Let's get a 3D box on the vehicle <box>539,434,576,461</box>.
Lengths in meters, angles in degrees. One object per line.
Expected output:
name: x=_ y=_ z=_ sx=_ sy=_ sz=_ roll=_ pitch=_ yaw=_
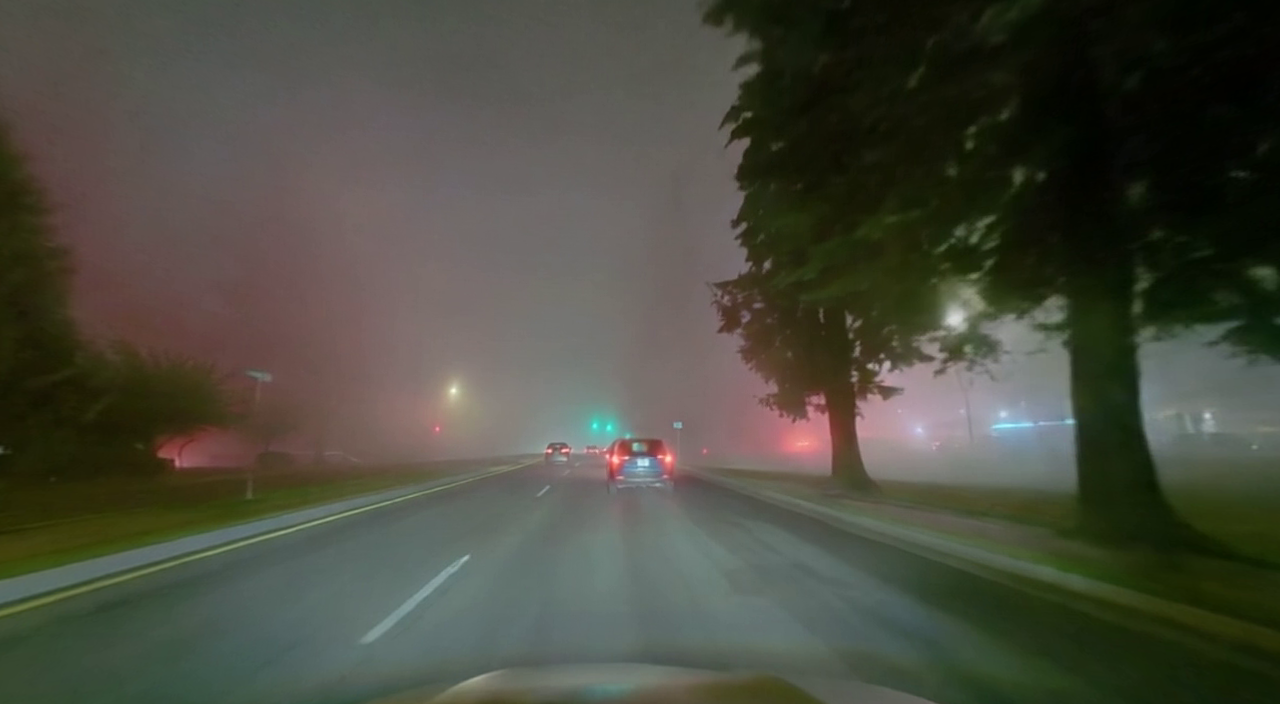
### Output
vehicle: x=-5.713 y=6.637 z=43.898 sx=2.189 sy=1.776 sz=4.342 roll=0 pitch=-8 yaw=-3

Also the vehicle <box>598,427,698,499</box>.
vehicle: x=0.024 y=2.837 z=16.609 sx=2.235 sy=1.597 sz=4.918 roll=0 pitch=-8 yaw=-4

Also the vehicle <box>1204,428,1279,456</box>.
vehicle: x=34.659 y=4.998 z=35.066 sx=1.867 sy=1.471 sz=4.788 roll=0 pitch=-8 yaw=-2
